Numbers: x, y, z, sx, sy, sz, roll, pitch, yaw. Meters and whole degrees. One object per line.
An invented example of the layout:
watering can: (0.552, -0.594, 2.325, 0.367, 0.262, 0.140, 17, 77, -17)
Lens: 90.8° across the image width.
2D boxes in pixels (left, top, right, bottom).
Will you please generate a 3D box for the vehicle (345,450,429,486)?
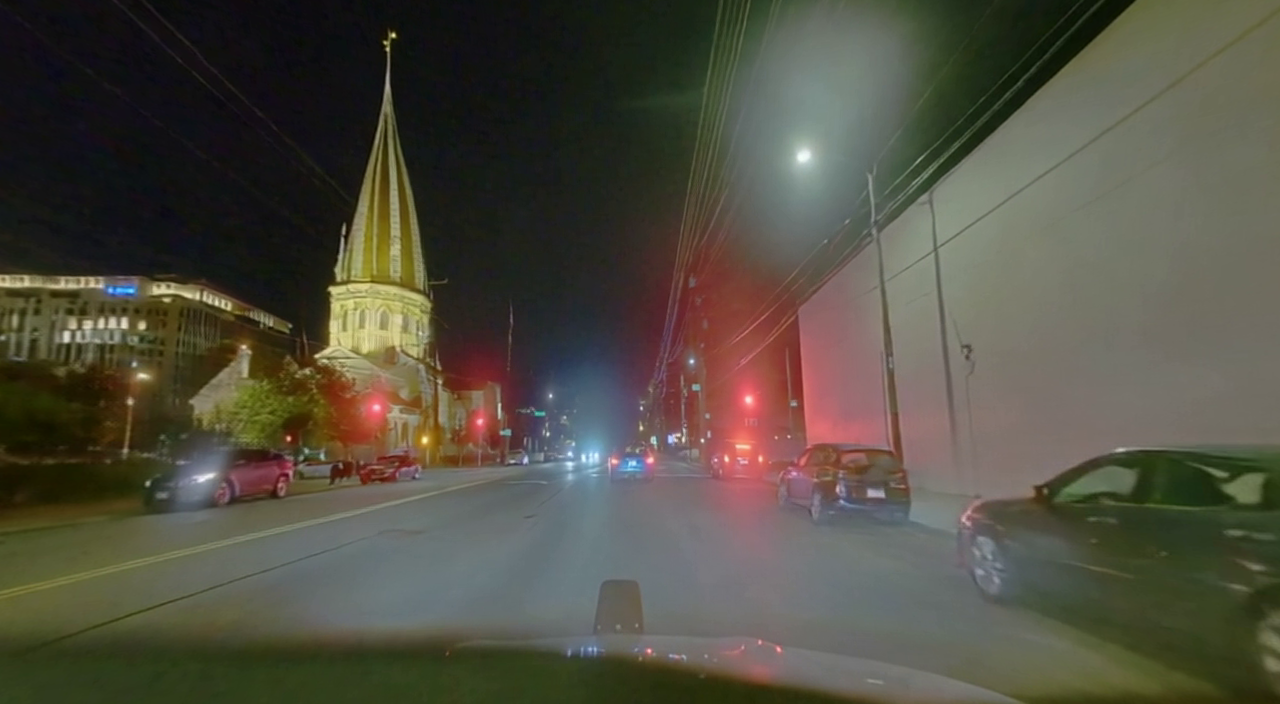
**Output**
vehicle: (-11.955, 5.484, 30.208, 1.980, 1.502, 4.655, 0, -9, 1)

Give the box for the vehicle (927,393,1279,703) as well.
vehicle: (3.771, 1.124, 3.664, 1.944, 1.530, 4.539, 3, -9, -2)

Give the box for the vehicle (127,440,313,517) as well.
vehicle: (-12.153, 3.653, 18.887, 2.071, 1.814, 5.185, -4, -9, 0)

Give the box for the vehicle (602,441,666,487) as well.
vehicle: (-0.240, 3.940, 22.600, 2.049, 1.453, 4.299, 0, -9, -1)

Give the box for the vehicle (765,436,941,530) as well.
vehicle: (3.910, 2.453, 12.410, 2.003, 1.524, 3.868, 0, -8, -1)

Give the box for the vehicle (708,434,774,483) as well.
vehicle: (3.931, 4.253, 25.403, 2.015, 1.780, 4.261, 0, -9, 1)
